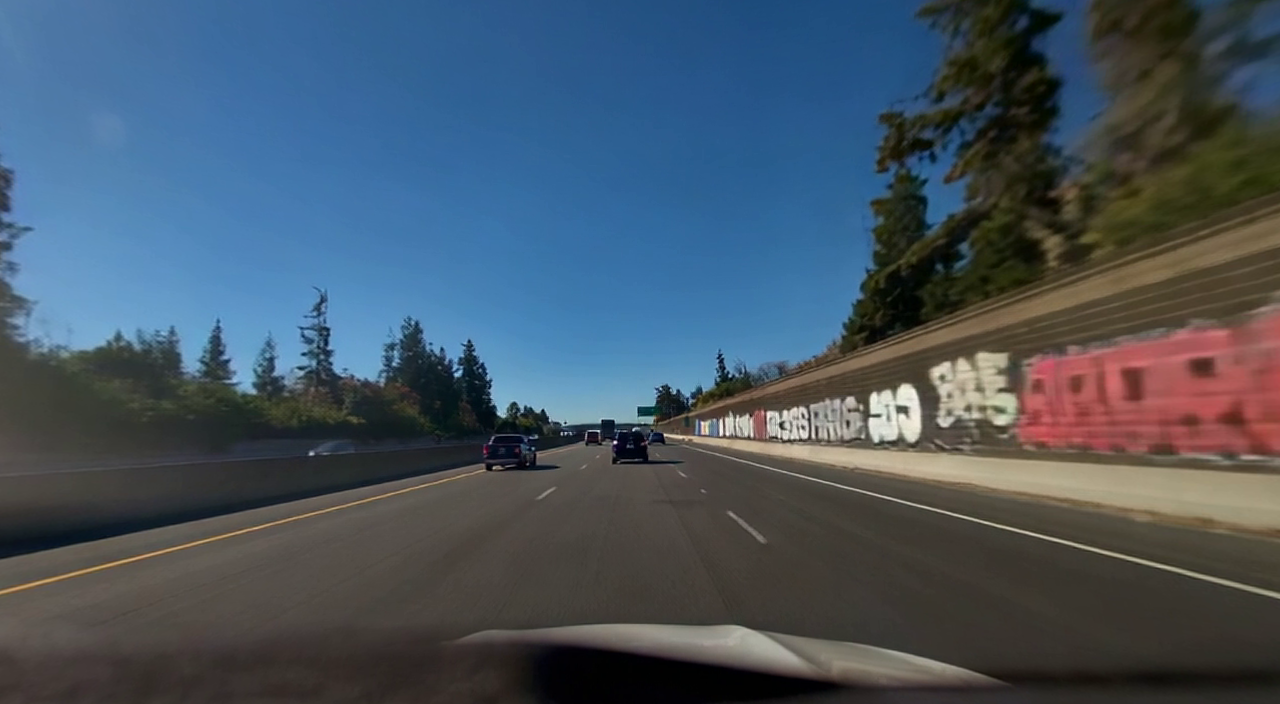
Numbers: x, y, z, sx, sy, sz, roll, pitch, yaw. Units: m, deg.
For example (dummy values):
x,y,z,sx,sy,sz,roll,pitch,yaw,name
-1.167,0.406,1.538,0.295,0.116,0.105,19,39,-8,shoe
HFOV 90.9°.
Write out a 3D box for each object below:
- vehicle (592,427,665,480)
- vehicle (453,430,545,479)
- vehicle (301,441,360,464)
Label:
x,y,z,sx,sy,sz,roll,pitch,yaw,name
-0.388,3.143,19.748,2.044,1.477,3.693,0,-8,-2,vehicle
-4.549,3.363,21.054,2.022,1.440,4.491,0,-8,0,vehicle
-21.513,7.001,44.025,1.875,1.477,4.556,0,-8,-1,vehicle
